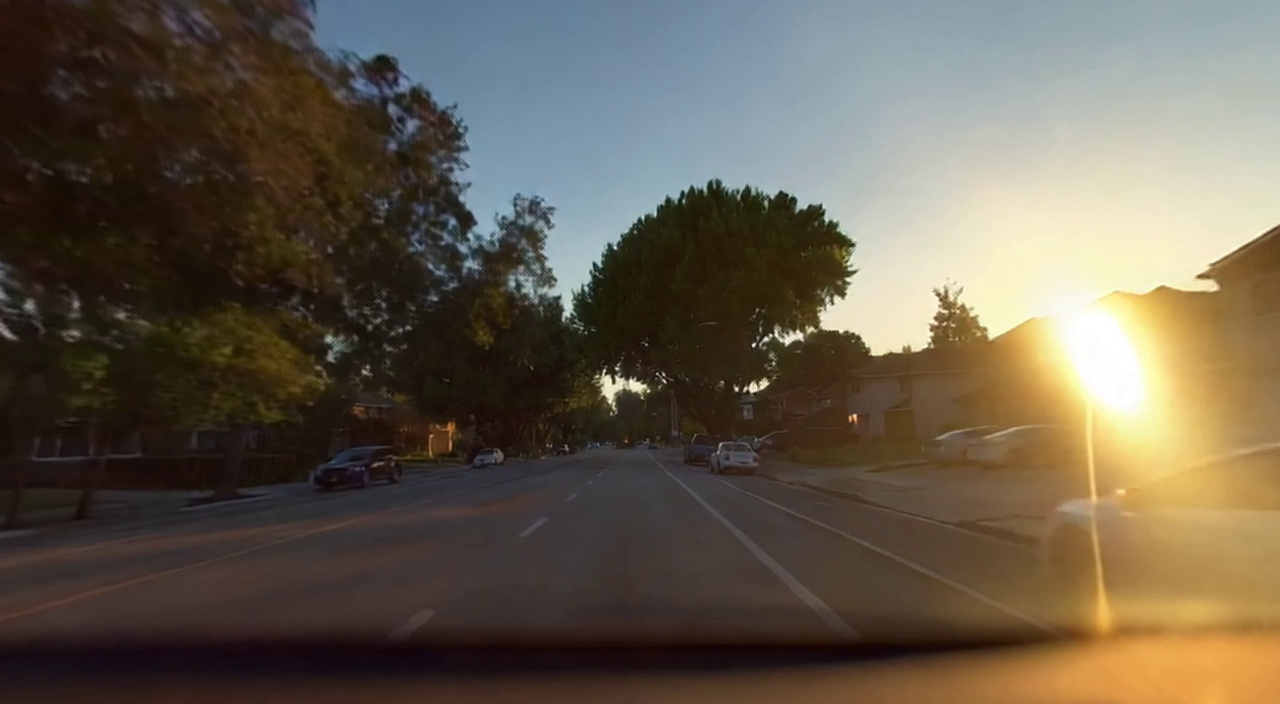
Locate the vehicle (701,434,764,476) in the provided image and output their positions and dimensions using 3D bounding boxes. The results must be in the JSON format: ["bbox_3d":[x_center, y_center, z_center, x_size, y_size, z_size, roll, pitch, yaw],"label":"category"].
[{"bbox_3d":[3.892,4.419,27.449,2.007,1.657,4.362,0,-8,-1],"label":"vehicle"}]

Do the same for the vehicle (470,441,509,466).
[{"bbox_3d":[-11.182,7.573,47.080,1.964,1.667,4.217,-3,-9,-2],"label":"vehicle"}]

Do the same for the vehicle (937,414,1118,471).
[{"bbox_3d":[12.096,2.855,19.979,4.364,1.677,2.006,0,-8,-1],"label":"vehicle"}]

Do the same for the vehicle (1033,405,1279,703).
[{"bbox_3d":[4.123,1.006,2.951,1.901,1.521,4.204,0,-8,1],"label":"vehicle"}]

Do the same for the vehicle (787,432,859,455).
[{"bbox_3d":[12.185,6.115,42.307,4.285,1.434,1.740,0,-8,0],"label":"vehicle"}]

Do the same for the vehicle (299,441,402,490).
[{"bbox_3d":[-11.105,4.347,24.674,2.091,1.717,4.392,0,-8,-3],"label":"vehicle"}]
